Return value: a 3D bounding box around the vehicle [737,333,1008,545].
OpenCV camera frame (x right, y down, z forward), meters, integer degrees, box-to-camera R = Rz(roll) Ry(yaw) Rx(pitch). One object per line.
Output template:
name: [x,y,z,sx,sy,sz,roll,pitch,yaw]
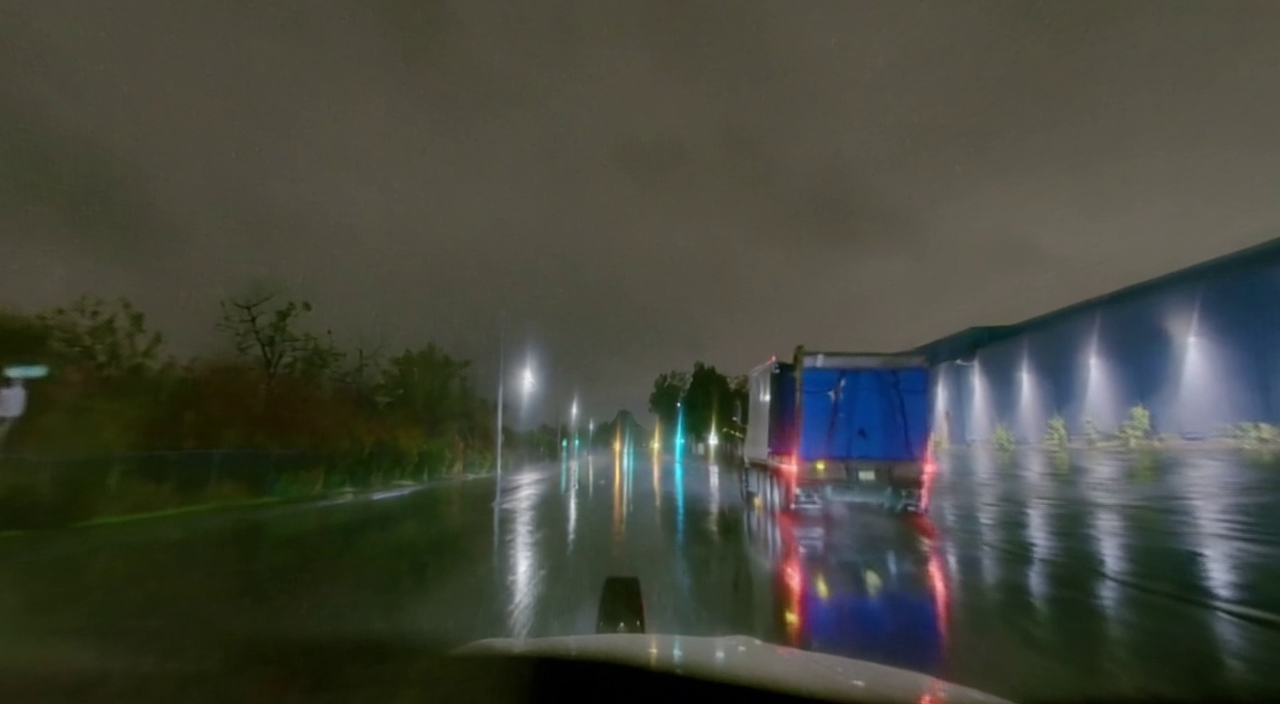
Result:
vehicle: [4.097,1.804,13.050,3.019,3.303,6.252,0,-9,-1]
